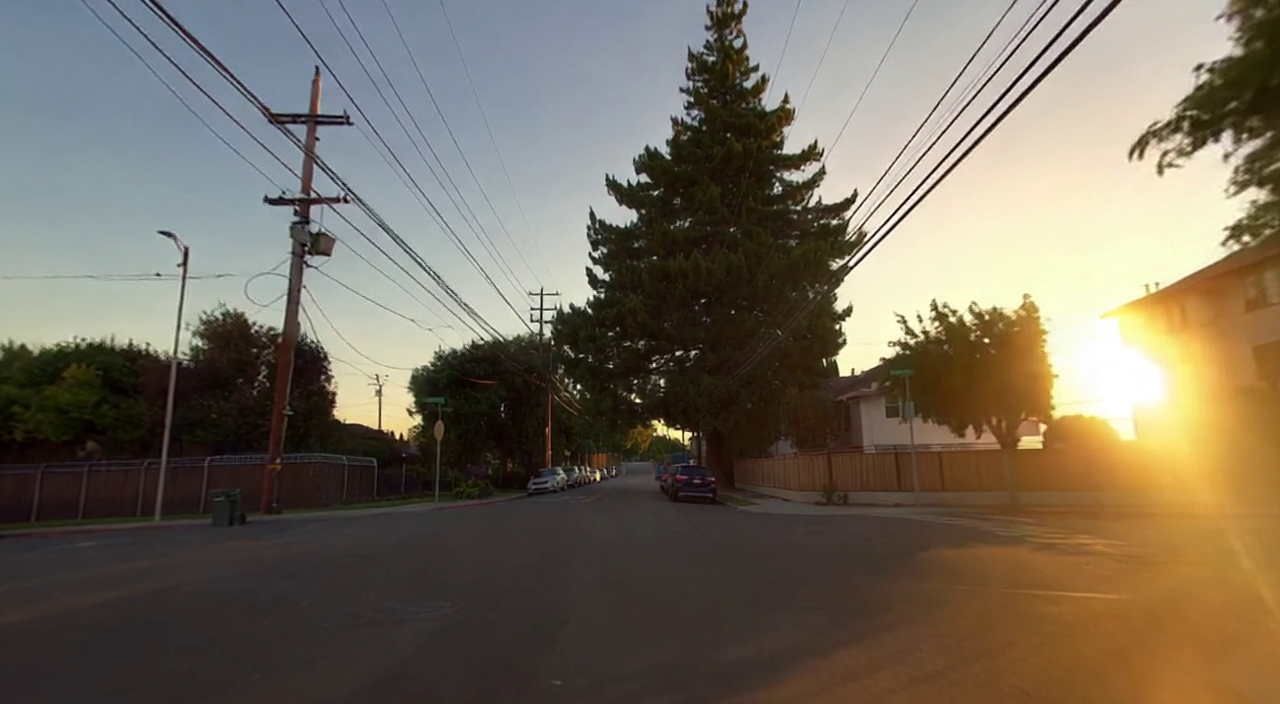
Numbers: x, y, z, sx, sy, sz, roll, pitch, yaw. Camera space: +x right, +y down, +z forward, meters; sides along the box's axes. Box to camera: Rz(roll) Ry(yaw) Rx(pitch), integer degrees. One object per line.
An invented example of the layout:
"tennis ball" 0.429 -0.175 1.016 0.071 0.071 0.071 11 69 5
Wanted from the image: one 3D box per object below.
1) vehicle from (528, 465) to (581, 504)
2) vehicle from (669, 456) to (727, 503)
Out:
"vehicle" -4.314 6.788 32.712 2.189 1.771 4.571 0 -9 -1
"vehicle" 2.573 5.801 29.187 2.051 1.874 4.459 0 -8 -2
